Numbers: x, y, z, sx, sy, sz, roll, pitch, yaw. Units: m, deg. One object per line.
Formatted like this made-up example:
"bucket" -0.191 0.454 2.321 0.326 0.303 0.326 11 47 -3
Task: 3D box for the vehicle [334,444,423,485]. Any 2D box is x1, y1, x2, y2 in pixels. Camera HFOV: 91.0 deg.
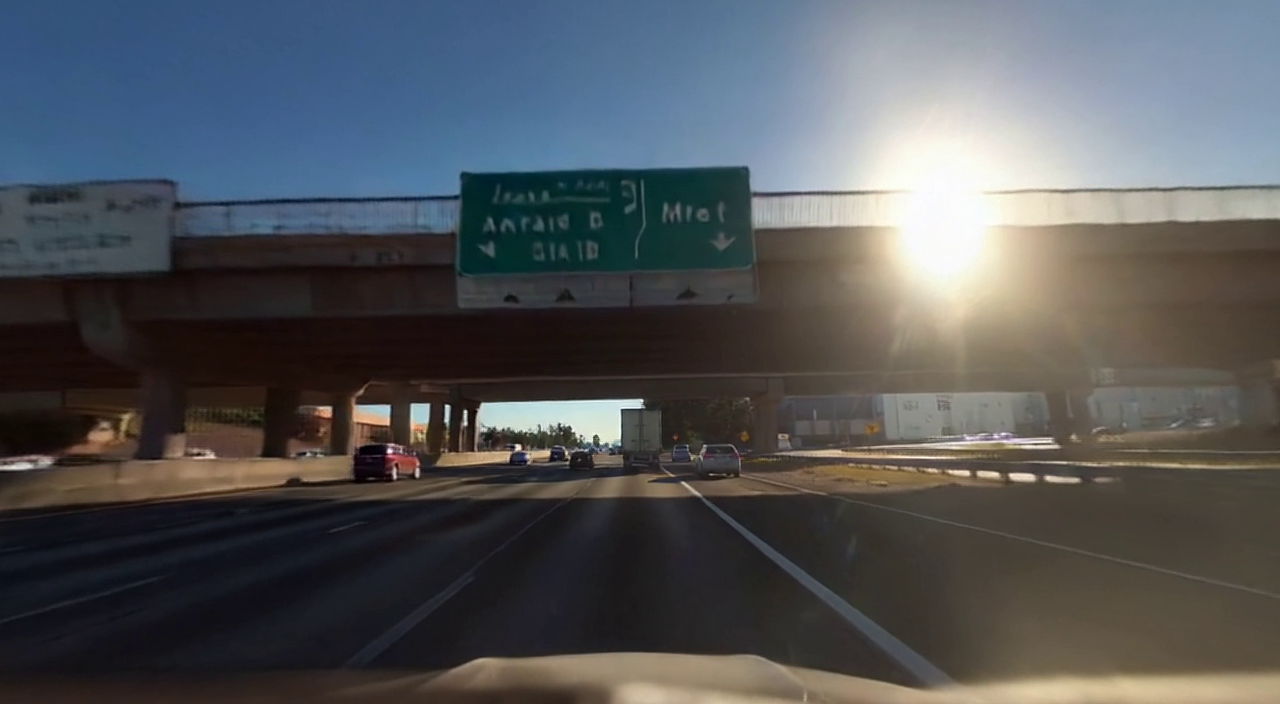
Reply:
"vehicle" -11.238 4.836 27.403 1.966 1.627 4.258 0 -9 1

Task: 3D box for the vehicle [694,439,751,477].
"vehicle" 3.874 5.084 30.365 2.107 1.707 4.445 0 -9 -1

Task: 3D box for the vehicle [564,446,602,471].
"vehicle" -3.698 7.016 41.643 2.083 1.576 4.307 0 -9 0
